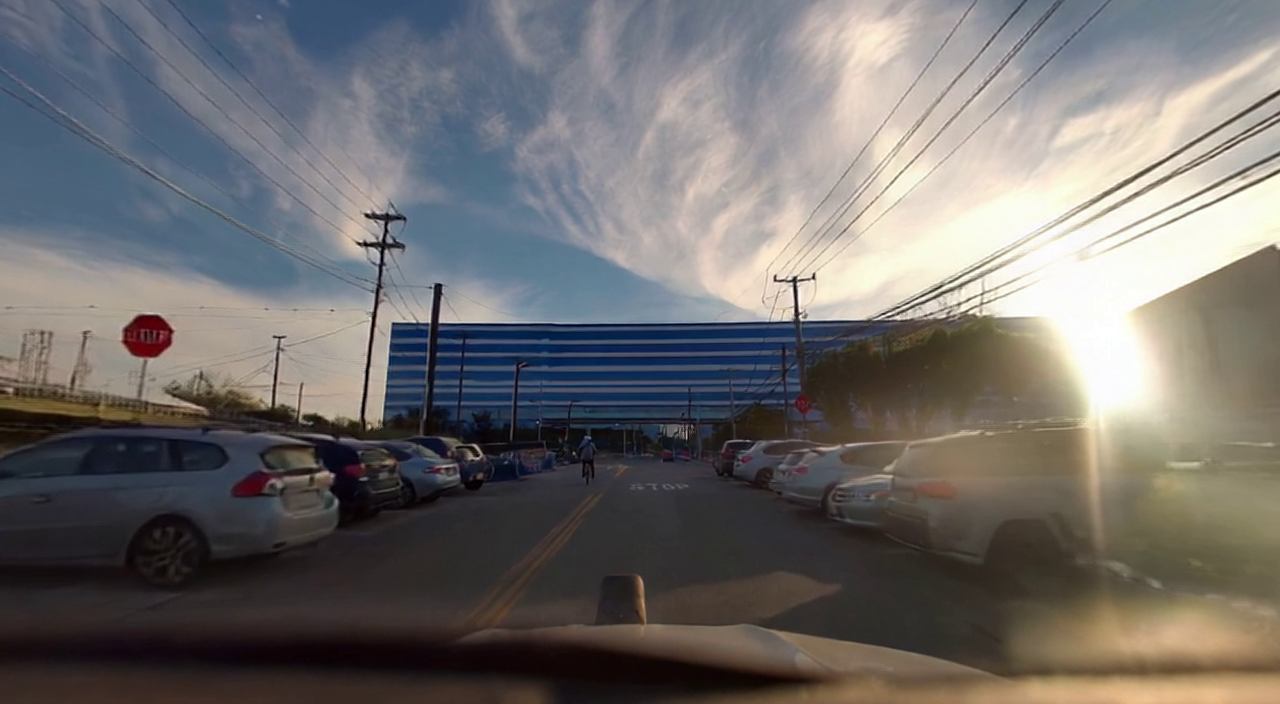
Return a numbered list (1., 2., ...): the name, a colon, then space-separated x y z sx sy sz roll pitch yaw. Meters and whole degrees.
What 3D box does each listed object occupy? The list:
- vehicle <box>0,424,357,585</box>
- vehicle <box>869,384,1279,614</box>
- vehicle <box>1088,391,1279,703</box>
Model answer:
1. vehicle: -6.116 1.578 6.926 5.099 1.491 1.868 0 -8 -1
2. vehicle: 4.518 1.358 5.692 4.100 1.546 2.092 3 -14 0
3. vehicle: 4.907 0.994 2.938 4.104 1.603 1.968 0 -8 -1
